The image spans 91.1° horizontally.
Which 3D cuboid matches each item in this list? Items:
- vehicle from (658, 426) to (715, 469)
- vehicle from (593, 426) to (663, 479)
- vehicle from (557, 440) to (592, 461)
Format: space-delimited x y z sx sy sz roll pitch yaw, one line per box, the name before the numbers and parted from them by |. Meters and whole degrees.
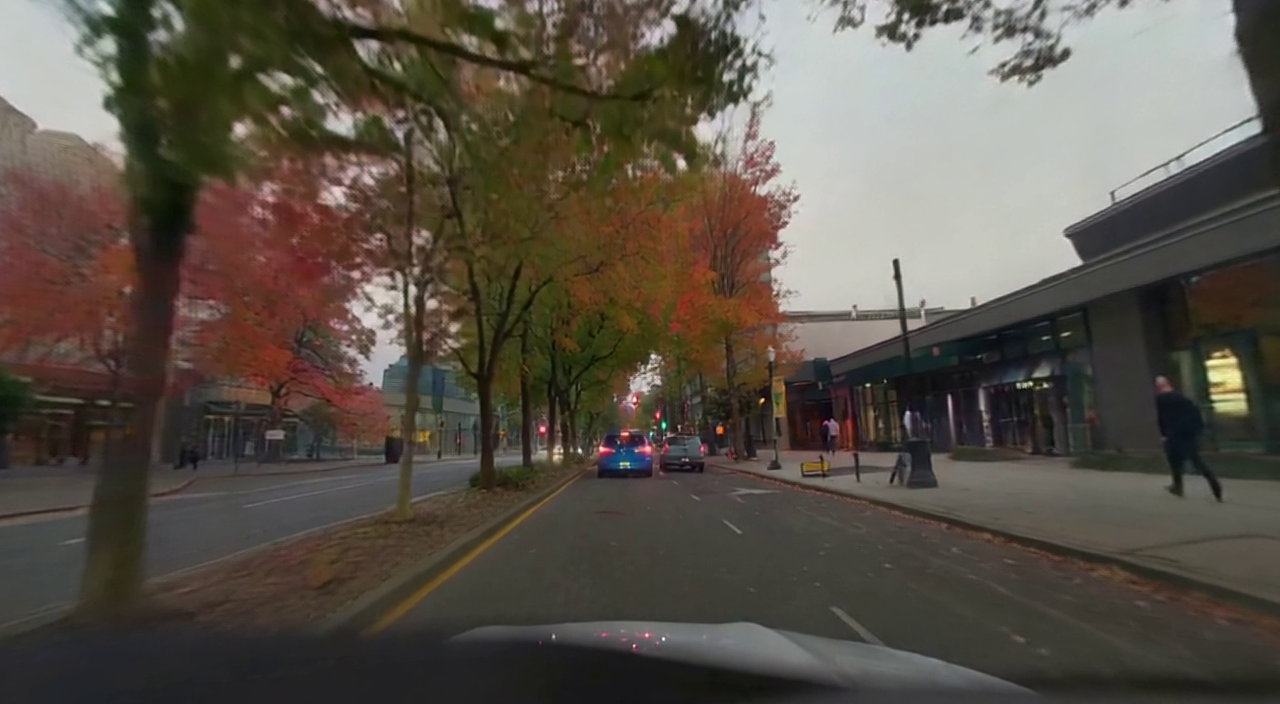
vehicle | 2.204 4.712 31.282 2.147 1.968 4.478 1 -8 -5
vehicle | -0.460 3.578 22.772 2.274 1.736 4.083 0 -8 -2
vehicle | -4.632 6.975 44.816 2.096 1.415 4.515 0 -8 -1
